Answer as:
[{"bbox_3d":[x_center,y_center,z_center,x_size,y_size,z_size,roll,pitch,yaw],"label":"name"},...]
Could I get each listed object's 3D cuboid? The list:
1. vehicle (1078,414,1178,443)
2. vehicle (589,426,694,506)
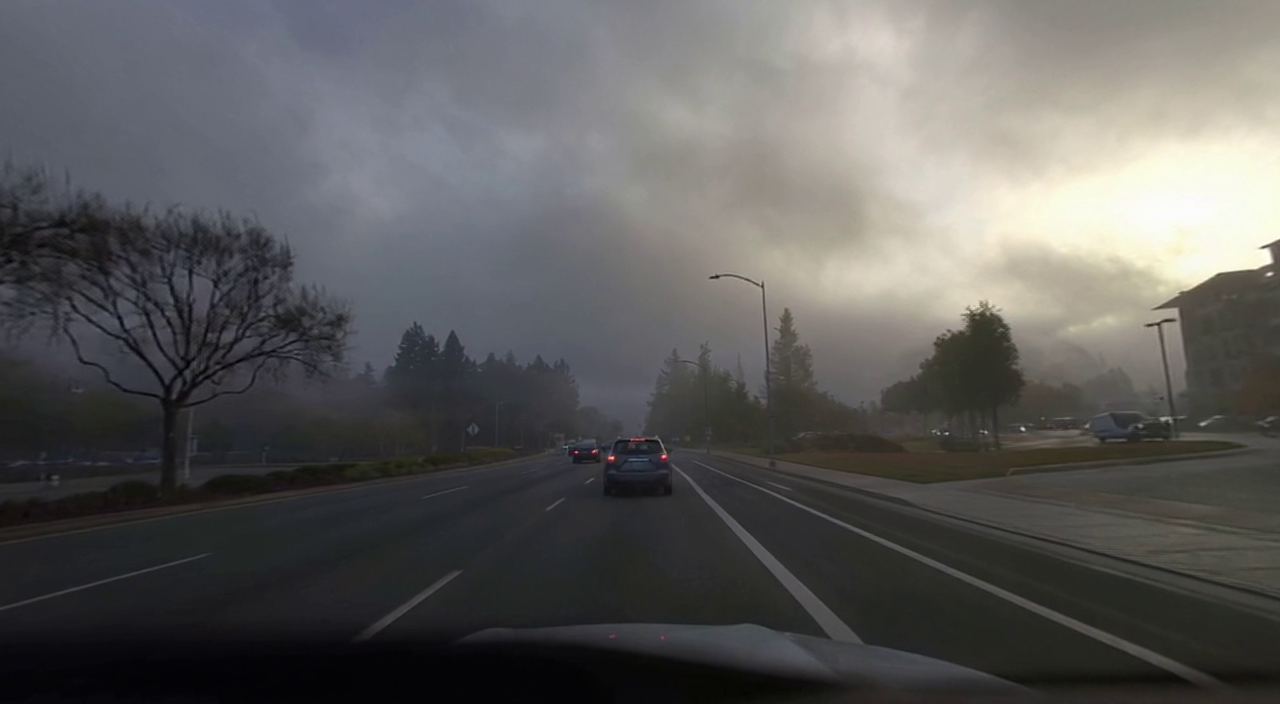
[{"bbox_3d":[31.923,5.099,41.463,4.903,1.767,2.105,-5,-10,31],"label":"vehicle"},{"bbox_3d":[0.052,2.695,15.305,2.199,1.652,4.101,0,-8,1],"label":"vehicle"}]
